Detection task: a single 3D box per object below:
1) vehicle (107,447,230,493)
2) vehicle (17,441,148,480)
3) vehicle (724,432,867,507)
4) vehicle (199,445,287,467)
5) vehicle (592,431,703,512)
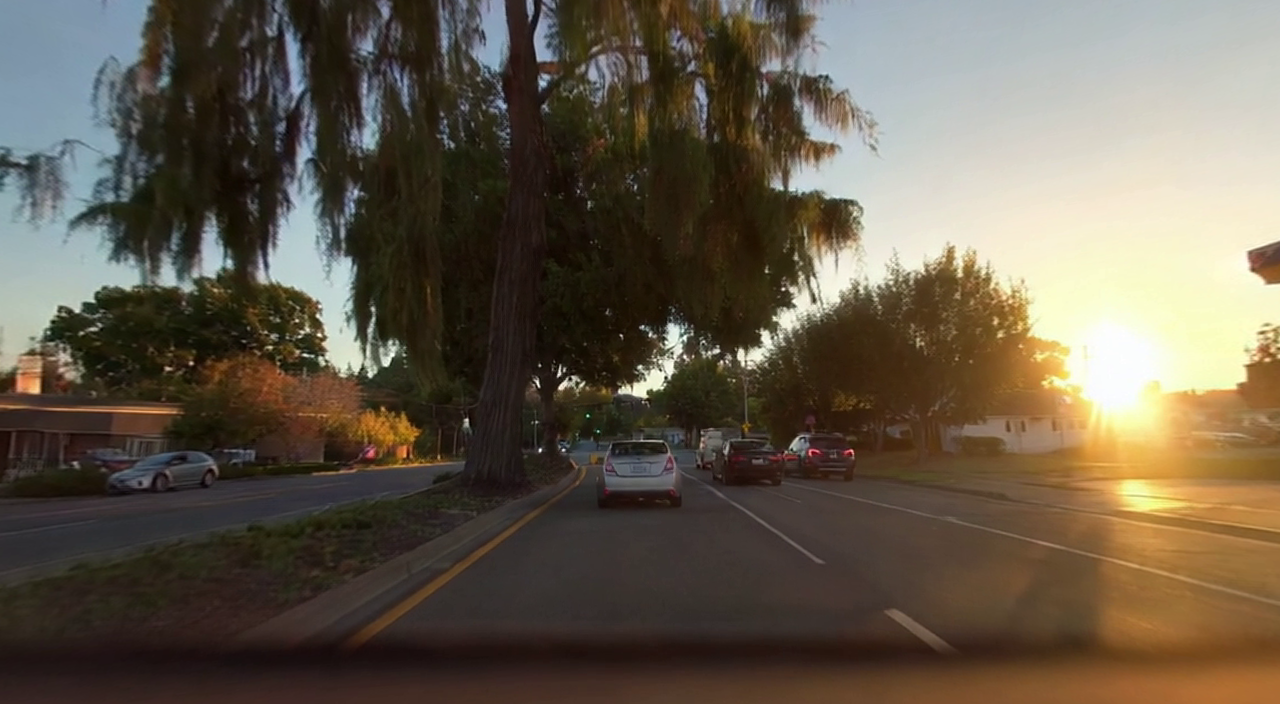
[{"bbox_3d":[-19.169,4.749,25.927,1.903,1.706,3.994,0,-8,0],"label":"vehicle"},{"bbox_3d":[-27.470,5.347,31.245,4.494,1.792,2.037,0,-8,0],"label":"vehicle"},{"bbox_3d":[3.395,2.673,14.891,2.124,1.476,4.730,0,-8,0],"label":"vehicle"},{"bbox_3d":[-28.075,7.357,44.787,4.736,1.491,2.042,0,-8,-2],"label":"vehicle"},{"bbox_3d":[0.145,2.495,13.646,2.052,1.488,3.779,0,-8,0],"label":"vehicle"}]
